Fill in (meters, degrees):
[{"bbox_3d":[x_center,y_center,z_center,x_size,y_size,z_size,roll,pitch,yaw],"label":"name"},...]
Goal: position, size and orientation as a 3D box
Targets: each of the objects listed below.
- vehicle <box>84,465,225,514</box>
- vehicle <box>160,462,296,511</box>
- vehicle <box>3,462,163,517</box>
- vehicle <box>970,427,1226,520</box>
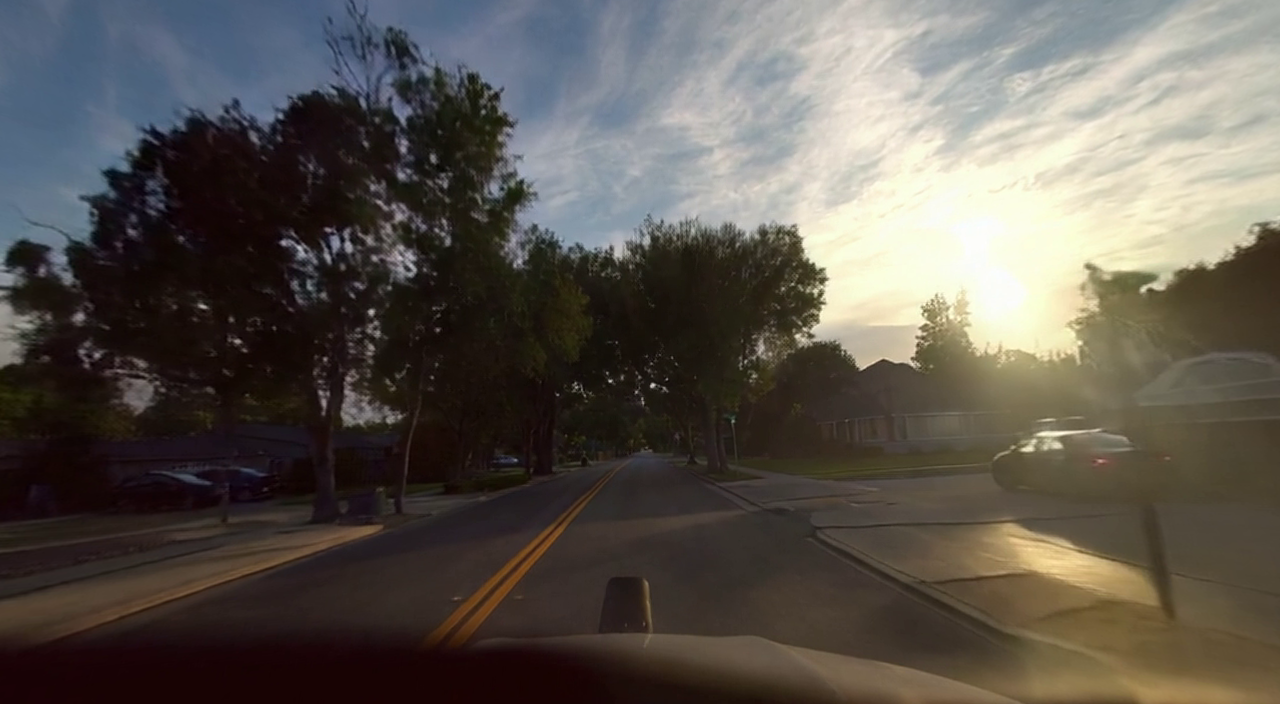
[{"bbox_3d":[-17.902,5.051,23.550,1.903,1.500,4.214,0,-8,0],"label":"vehicle"},{"bbox_3d":[-15.054,4.909,23.431,1.830,1.495,4.641,0,-8,1],"label":"vehicle"},{"bbox_3d":[-20.502,5.045,23.529,1.909,1.691,4.499,0,-8,-1],"label":"vehicle"},{"bbox_3d":[8.601,2.231,12.413,1.806,1.496,4.164,0,-7,-2],"label":"vehicle"}]
